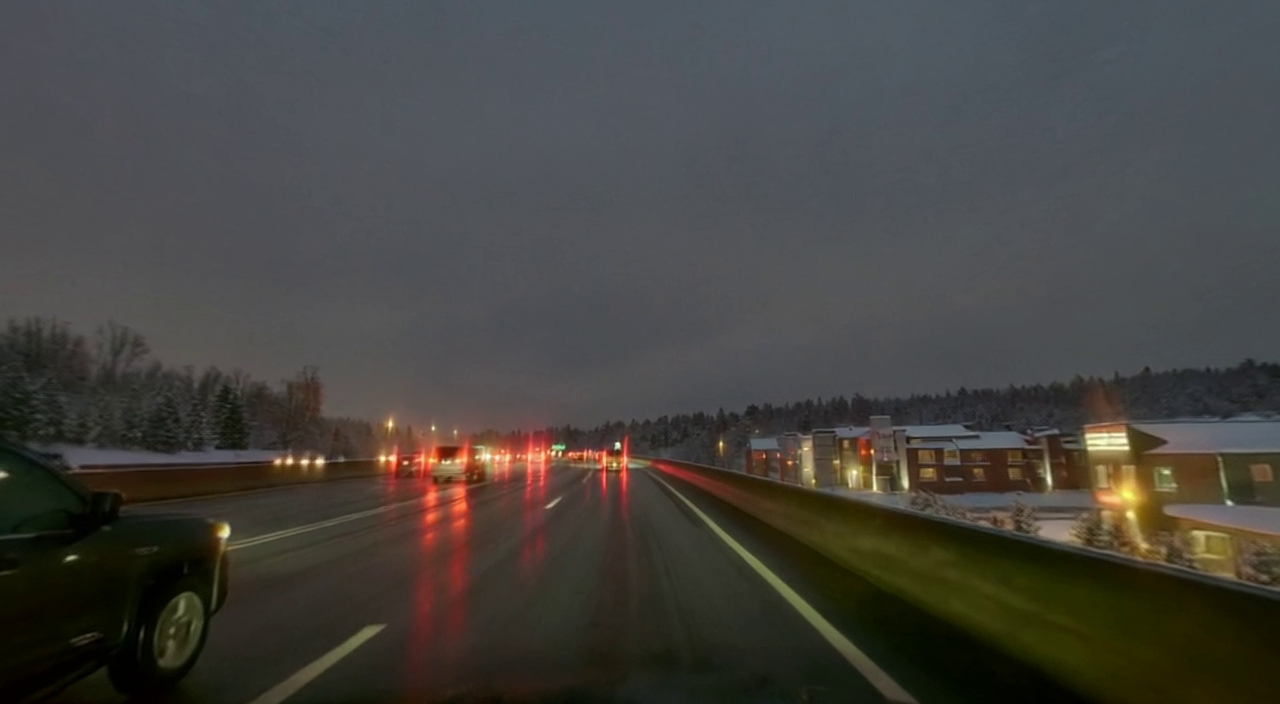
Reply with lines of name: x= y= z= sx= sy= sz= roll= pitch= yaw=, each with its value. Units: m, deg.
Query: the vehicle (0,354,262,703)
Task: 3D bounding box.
vehicle: x=-3.686 y=0.791 z=2.028 sx=2.036 sy=1.717 sz=4.592 roll=0 pitch=-8 yaw=0

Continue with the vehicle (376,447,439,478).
vehicle: x=-12.336 y=5.870 z=33.655 sx=1.936 sy=1.501 sz=3.900 roll=0 pitch=-8 yaw=-1

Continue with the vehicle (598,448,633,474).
vehicle: x=-1.559 y=6.826 z=39.808 sx=2.110 sy=1.501 sz=4.319 roll=0 pitch=-8 yaw=-2

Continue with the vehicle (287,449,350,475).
vehicle: x=-21.617 y=7.358 z=42.545 sx=1.928 sy=1.610 sz=4.484 roll=0 pitch=-8 yaw=-2

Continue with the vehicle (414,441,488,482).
vehicle: x=-8.452 y=4.924 z=28.608 sx=2.065 sy=1.689 sz=4.399 roll=0 pitch=-8 yaw=-1
